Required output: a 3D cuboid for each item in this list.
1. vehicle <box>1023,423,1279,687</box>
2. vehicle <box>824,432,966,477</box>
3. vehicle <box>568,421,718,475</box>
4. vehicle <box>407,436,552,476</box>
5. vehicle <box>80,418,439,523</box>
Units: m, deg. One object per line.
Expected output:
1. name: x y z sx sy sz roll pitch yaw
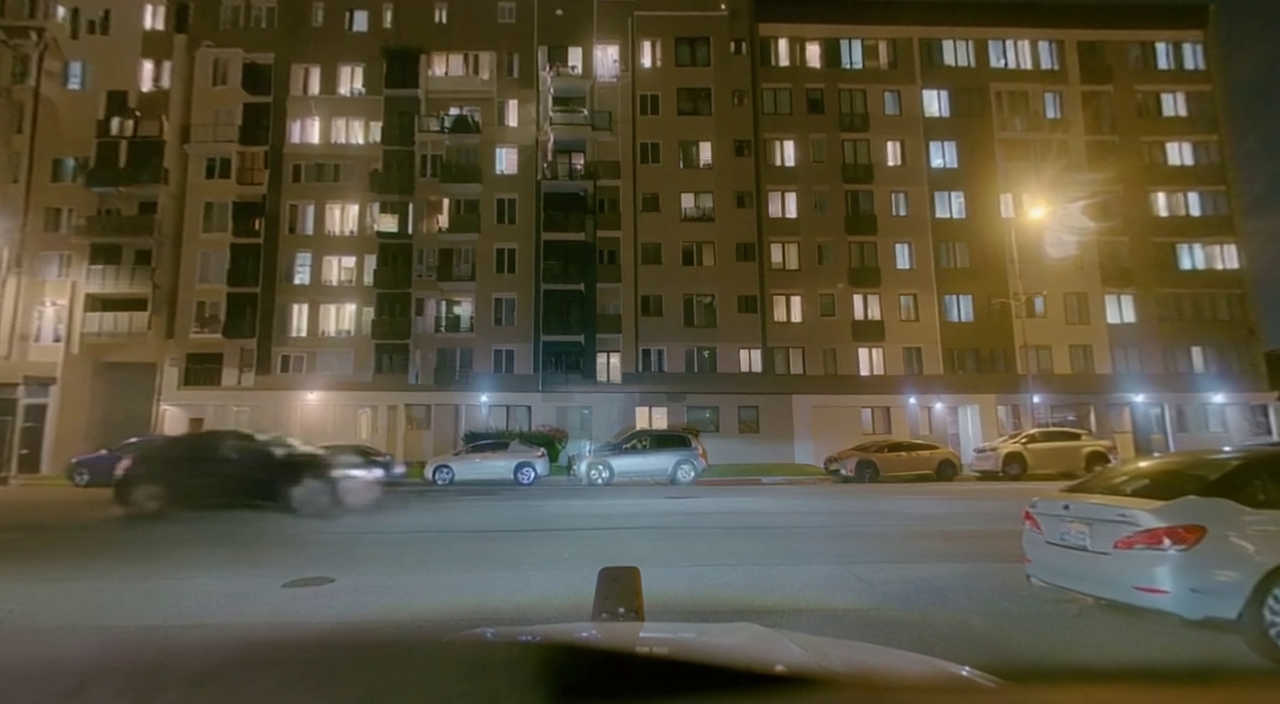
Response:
1. vehicle: 5.909 1.324 4.794 4.714 1.471 1.978 -1 -4 1
2. vehicle: 9.448 3.798 23.630 4.521 1.411 1.726 -2 -7 -4
3. vehicle: 0.056 3.579 23.423 5.299 1.860 2.098 1 -9 -5
4. vehicle: -5.769 3.836 23.225 4.851 1.339 1.785 0 -10 -2
5. vehicle: -5.973 1.909 10.467 4.609 1.508 2.039 0 -8 -1
